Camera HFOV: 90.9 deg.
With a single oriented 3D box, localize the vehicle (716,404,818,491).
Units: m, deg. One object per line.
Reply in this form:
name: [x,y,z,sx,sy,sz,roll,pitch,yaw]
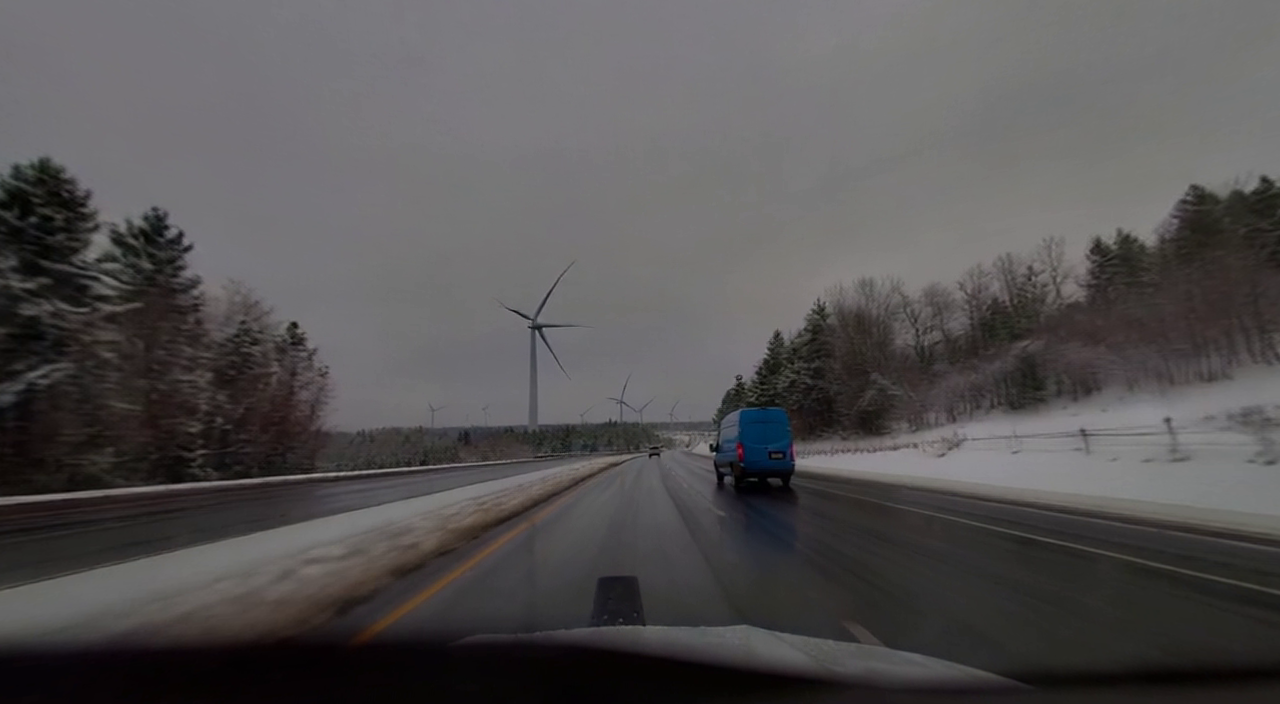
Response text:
vehicle: [4.363,3.449,22.799,2.437,2.735,5.507,0,-9,-1]
